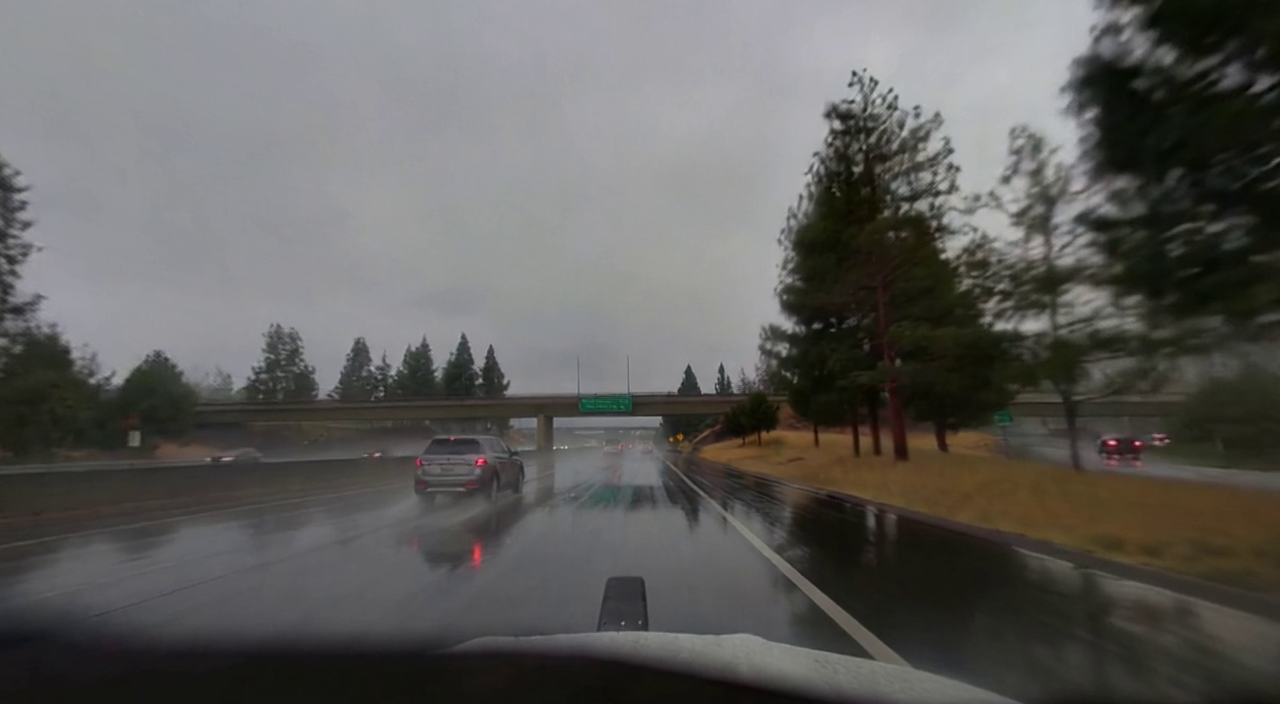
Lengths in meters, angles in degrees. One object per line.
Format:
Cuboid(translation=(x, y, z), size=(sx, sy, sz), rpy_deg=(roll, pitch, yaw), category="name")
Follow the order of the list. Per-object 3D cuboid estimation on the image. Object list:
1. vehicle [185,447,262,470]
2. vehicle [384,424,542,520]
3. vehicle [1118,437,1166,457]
Cuboid(translation=(-31.153, 7.972, 47.174), size=(2.049, 1.587, 5.347), rpy_deg=(0, -9, 1), category="vehicle")
Cuboid(translation=(-3.537, 2.492, 13.548), size=(2.048, 1.705, 4.384), rpy_deg=(0, -8, 1), category="vehicle")
Cuboid(translation=(39.473, 7.473, 49.417), size=(1.981, 1.473, 4.317), rpy_deg=(-4, -9, 26), category="vehicle")
